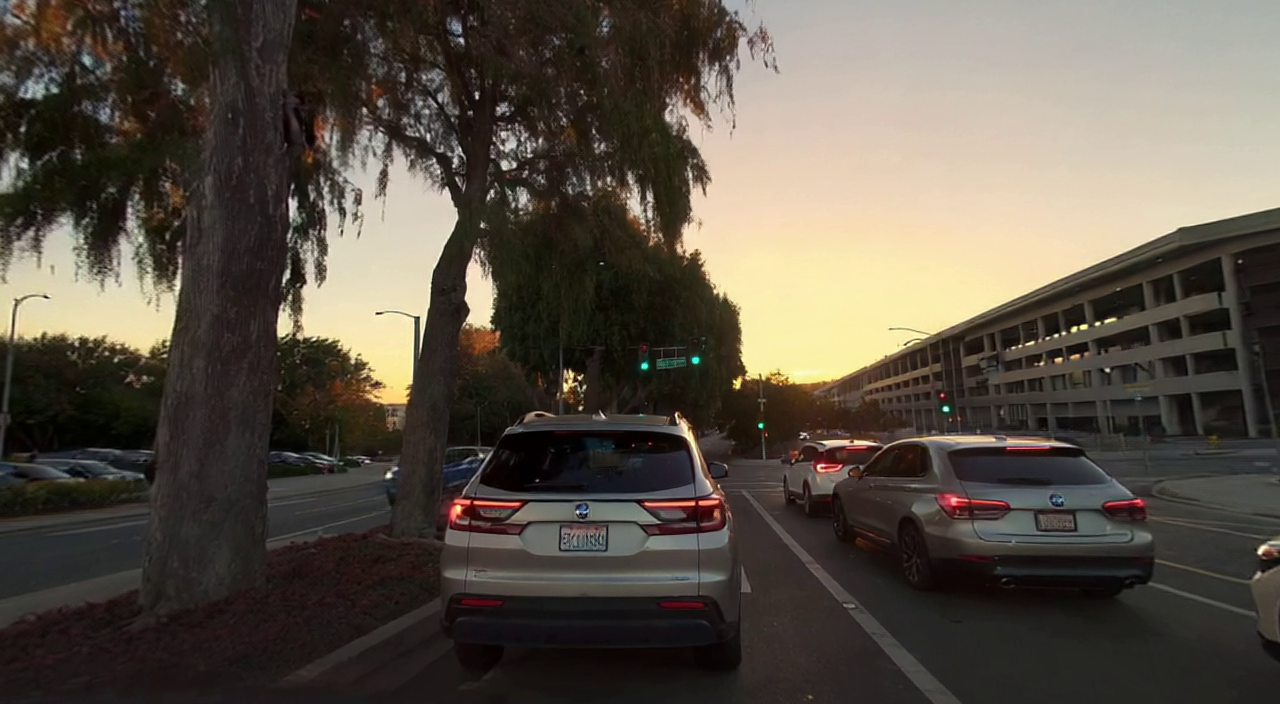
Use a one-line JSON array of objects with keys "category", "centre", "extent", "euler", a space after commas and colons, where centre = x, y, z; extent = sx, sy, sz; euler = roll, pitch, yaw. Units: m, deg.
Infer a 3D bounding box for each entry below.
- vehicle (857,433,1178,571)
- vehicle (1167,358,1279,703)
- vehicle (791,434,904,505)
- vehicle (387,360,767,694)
[{"category": "vehicle", "centre": [4.889, 1.971, 9.177], "extent": [1.963, 1.480, 4.553], "euler": [0, -8, 2]}, {"category": "vehicle", "centre": [4.055, 0.611, 1.131], "extent": [1.993, 1.719, 4.953], "euler": [0, -8, 1]}, {"category": "vehicle", "centre": [5.313, 3.033, 16.724], "extent": [1.994, 1.638, 4.100], "euler": [-1, -8, 6]}, {"category": "vehicle", "centre": [-0.212, 1.233, 5.567], "extent": [2.021, 1.742, 4.295], "euler": [-1, -8, 4]}]
